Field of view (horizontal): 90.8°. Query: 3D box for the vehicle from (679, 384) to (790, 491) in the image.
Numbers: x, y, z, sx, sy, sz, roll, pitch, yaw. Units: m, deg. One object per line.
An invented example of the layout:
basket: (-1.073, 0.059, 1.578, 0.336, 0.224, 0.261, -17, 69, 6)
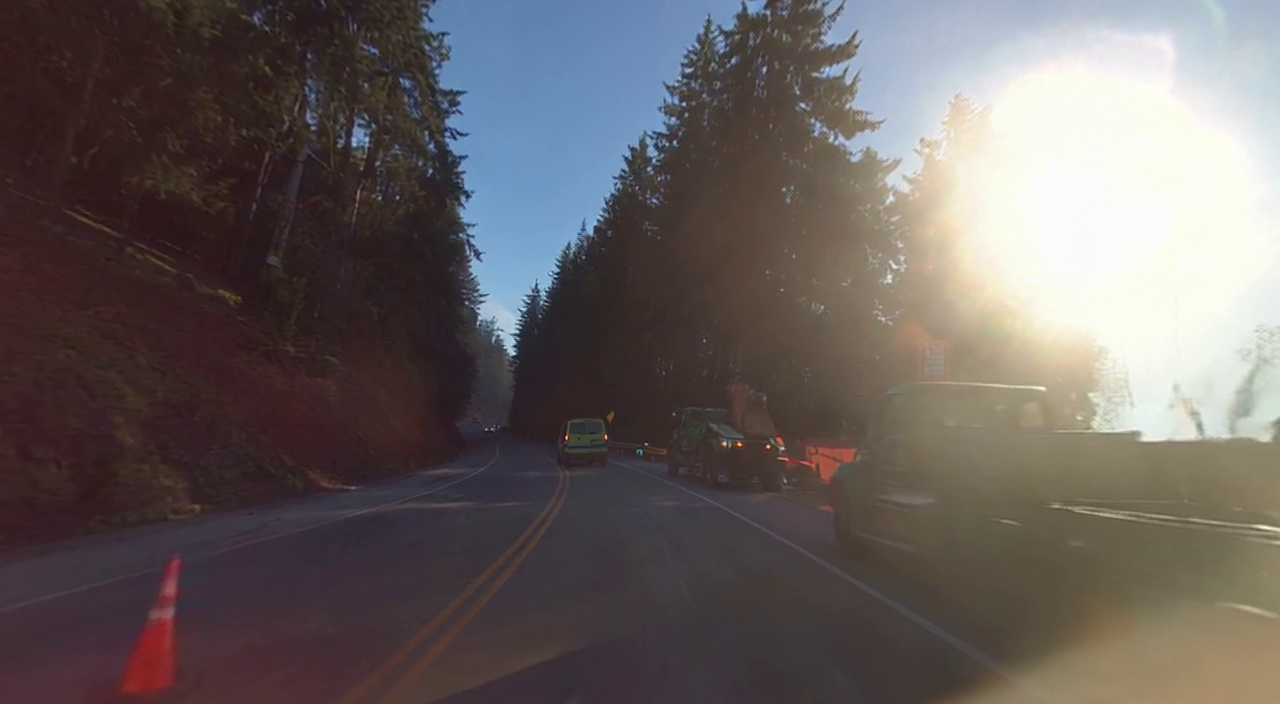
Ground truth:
vehicle: (2.871, 2.768, 20.406, 2.703, 3.066, 4.047, 1, -8, -3)

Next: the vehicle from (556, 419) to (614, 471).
vehicle: (-2.721, 4.427, 30.033, 2.362, 2.223, 4.892, 2, -9, -9)

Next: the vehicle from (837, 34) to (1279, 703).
vehicle: (4.560, 0.544, 5.331, 3.126, 3.310, 8.534, 0, -8, 1)
